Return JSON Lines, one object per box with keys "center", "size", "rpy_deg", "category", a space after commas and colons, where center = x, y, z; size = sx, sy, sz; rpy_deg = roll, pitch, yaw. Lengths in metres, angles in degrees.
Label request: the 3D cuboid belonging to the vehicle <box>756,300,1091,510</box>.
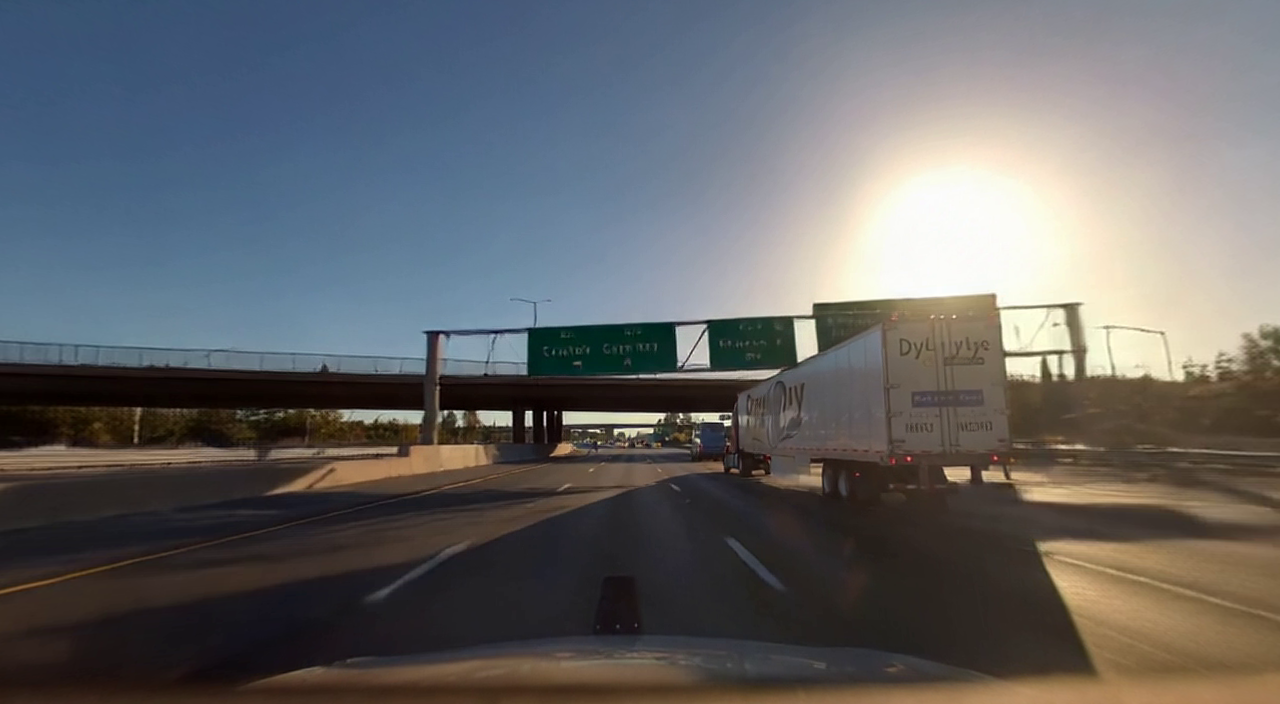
{"center": [6.741, 2.126, 19.941], "size": [2.962, 3.947, 16.241], "rpy_deg": [0, -8, -1], "category": "vehicle"}
